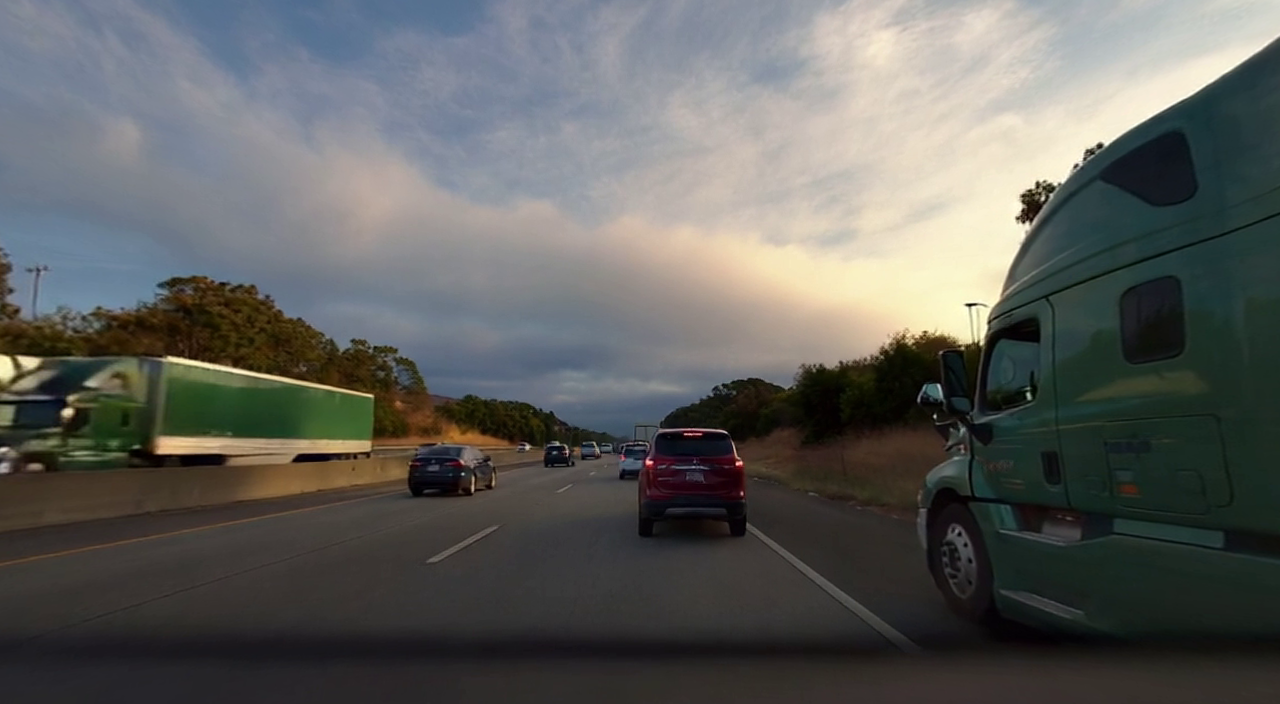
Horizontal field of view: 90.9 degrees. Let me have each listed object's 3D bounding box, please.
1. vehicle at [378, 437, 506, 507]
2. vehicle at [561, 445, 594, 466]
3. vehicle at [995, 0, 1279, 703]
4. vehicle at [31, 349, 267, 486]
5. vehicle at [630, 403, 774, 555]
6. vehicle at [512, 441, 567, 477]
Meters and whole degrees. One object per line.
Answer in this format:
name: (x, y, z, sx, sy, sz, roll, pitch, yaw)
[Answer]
vehicle: (-4.747, 2.922, 15.751, 1.867, 1.489, 3.829, 0, -9, 1)
vehicle: (-4.442, 7.464, 45.418, 1.857, 1.423, 3.920, 0, -9, 1)
vehicle: (3.803, 0.039, 2.618, 2.141, 3.473, 4.217, -1, -9, 2)
vehicle: (-15.942, 2.315, 21.211, 2.946, 3.934, 5.884, 0, -9, 0)
vehicle: (0.777, 1.923, 10.084, 1.825, 1.920, 3.960, 0, -9, 0)
vehicle: (-4.687, 5.050, 29.976, 1.855, 1.527, 4.209, 0, -9, 1)
